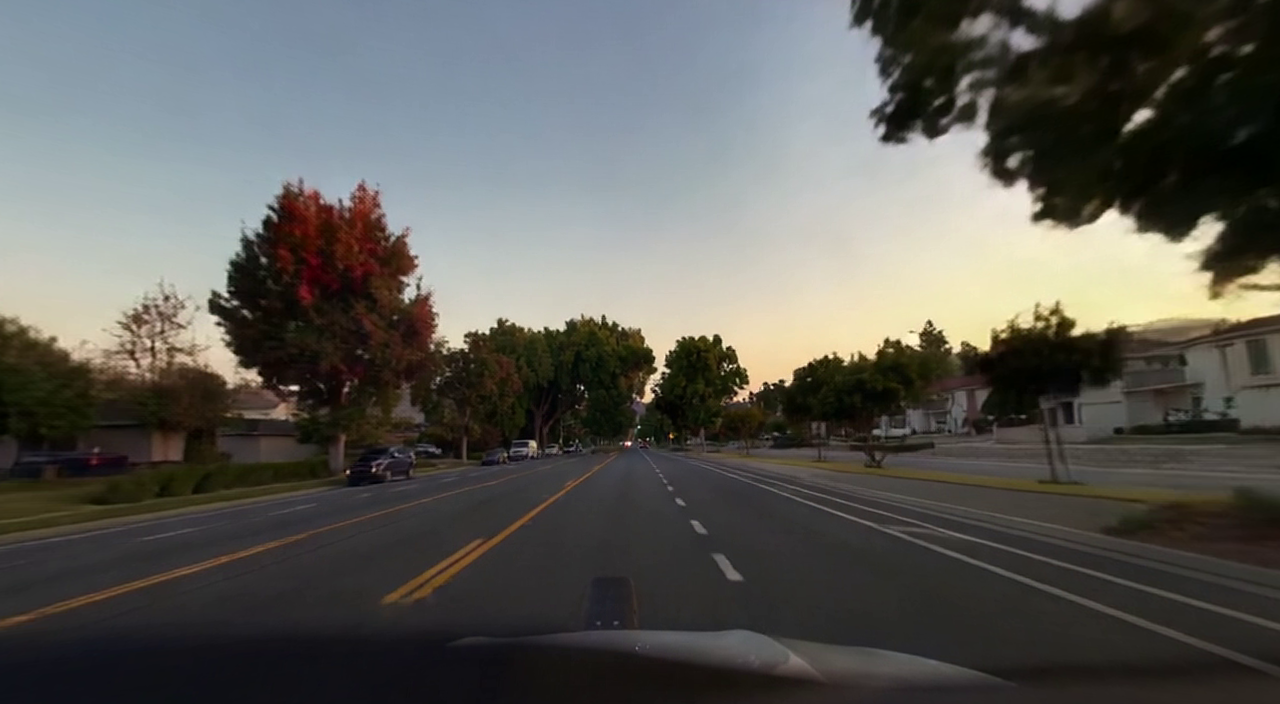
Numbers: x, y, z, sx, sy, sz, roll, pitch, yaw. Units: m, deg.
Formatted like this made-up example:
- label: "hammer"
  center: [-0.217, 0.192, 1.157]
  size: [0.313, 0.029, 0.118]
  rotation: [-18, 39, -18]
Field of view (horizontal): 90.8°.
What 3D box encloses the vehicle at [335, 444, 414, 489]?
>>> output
- label: "vehicle"
  center: [-12.342, 5.305, 29.690]
  size: [2.000, 1.821, 4.314]
  rotation: [-2, -8, -3]
